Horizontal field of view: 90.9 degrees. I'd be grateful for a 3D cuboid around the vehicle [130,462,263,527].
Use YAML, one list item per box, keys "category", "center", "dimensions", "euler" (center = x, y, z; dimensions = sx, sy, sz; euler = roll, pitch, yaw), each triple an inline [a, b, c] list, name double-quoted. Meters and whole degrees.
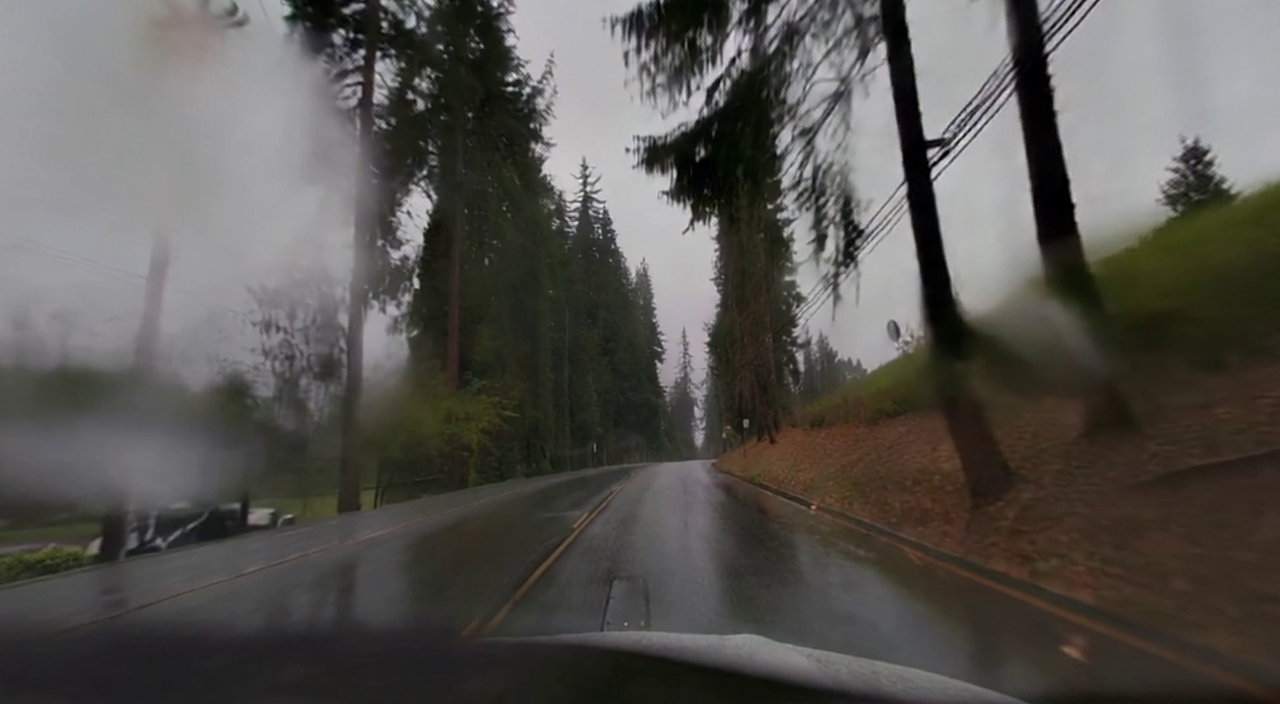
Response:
- category: "vehicle"
  center: [-13.680, 4.354, 19.794]
  dimensions: [2.058, 1.654, 4.273]
  euler: [2, -9, -16]
